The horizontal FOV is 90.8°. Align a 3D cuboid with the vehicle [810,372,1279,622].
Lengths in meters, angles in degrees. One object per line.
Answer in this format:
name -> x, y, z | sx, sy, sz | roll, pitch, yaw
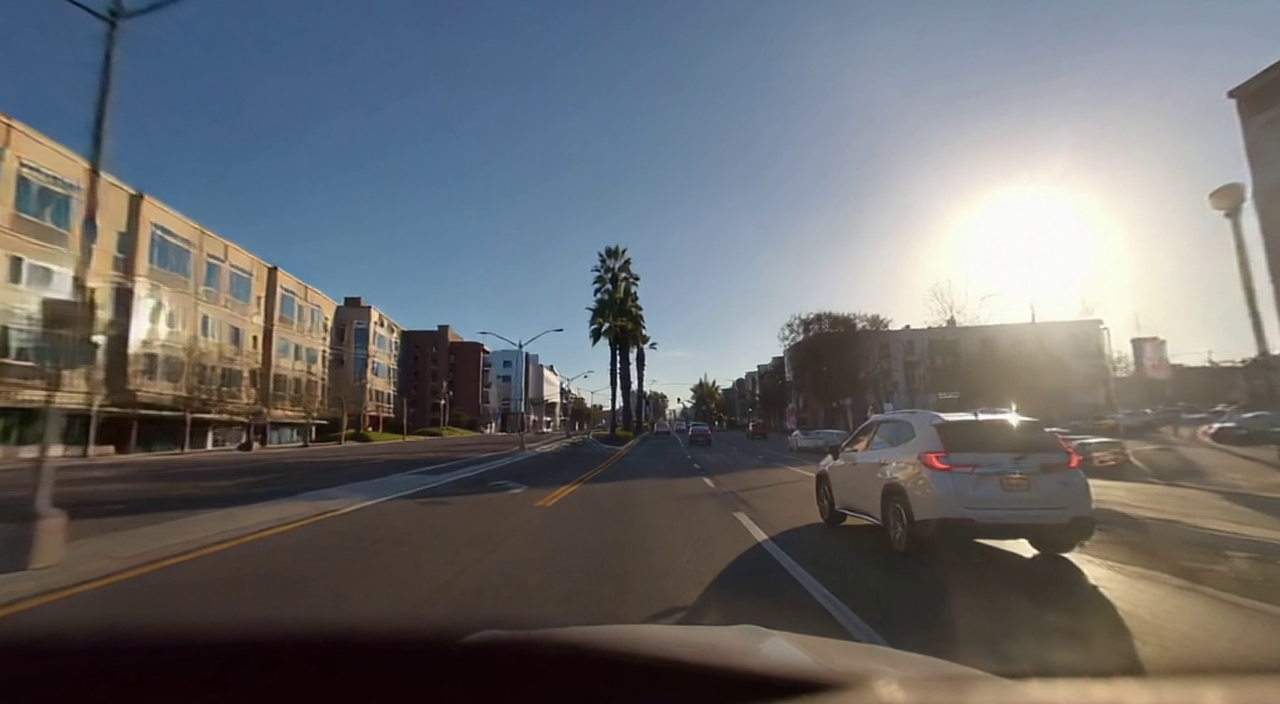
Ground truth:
vehicle -> 3.661, 1.397, 6.981 | 2.219, 1.795, 4.718 | 0, -9, 0
